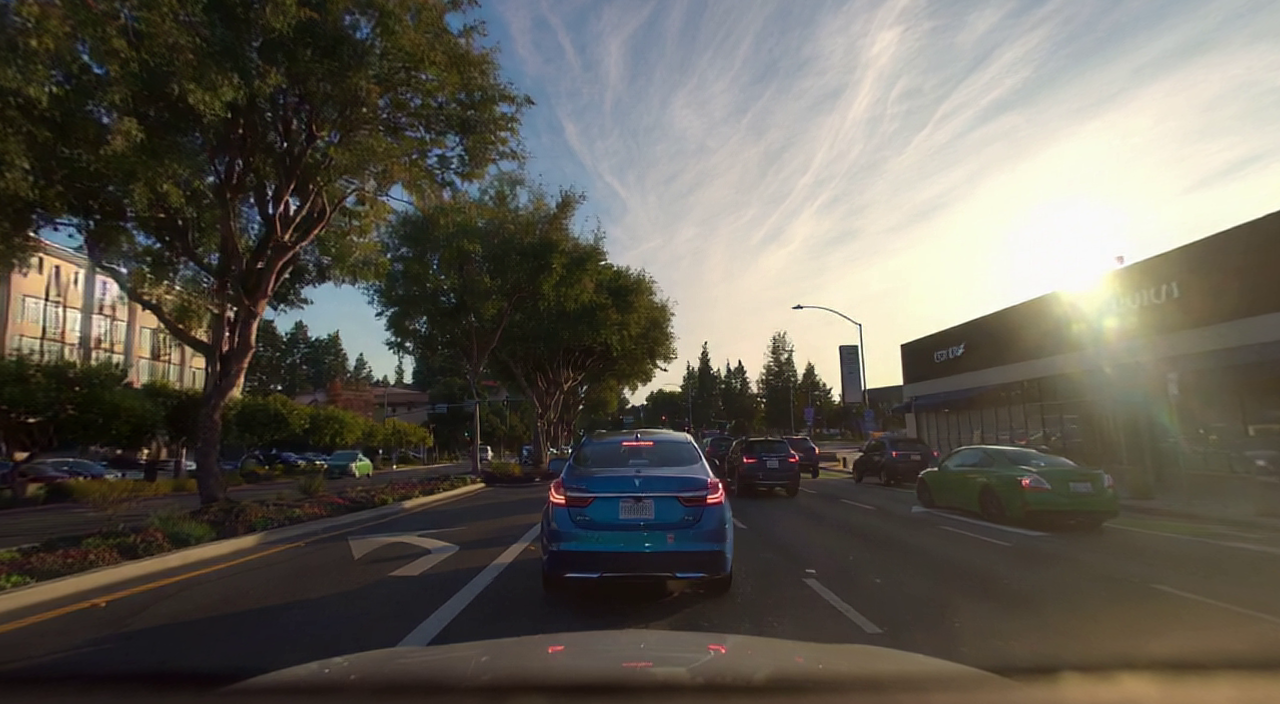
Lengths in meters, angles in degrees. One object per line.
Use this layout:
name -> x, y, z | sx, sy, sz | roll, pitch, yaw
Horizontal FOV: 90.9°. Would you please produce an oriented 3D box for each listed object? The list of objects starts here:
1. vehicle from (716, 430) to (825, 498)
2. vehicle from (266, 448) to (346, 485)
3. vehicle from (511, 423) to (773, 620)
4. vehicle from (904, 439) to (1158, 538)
vehicle -> 3.626, 3.201, 18.454 | 2.114, 1.736, 4.553 | 0, -8, -1
vehicle -> -17.677, 5.988, 33.281 | 4.428, 1.743, 2.163 | -7, -11, 40
vehicle -> -0.013, 1.604, 7.017 | 1.977, 1.465, 4.376 | 0, -8, -1
vehicle -> 6.848, 2.394, 11.785 | 1.911, 1.468, 4.417 | 0, -8, 0
